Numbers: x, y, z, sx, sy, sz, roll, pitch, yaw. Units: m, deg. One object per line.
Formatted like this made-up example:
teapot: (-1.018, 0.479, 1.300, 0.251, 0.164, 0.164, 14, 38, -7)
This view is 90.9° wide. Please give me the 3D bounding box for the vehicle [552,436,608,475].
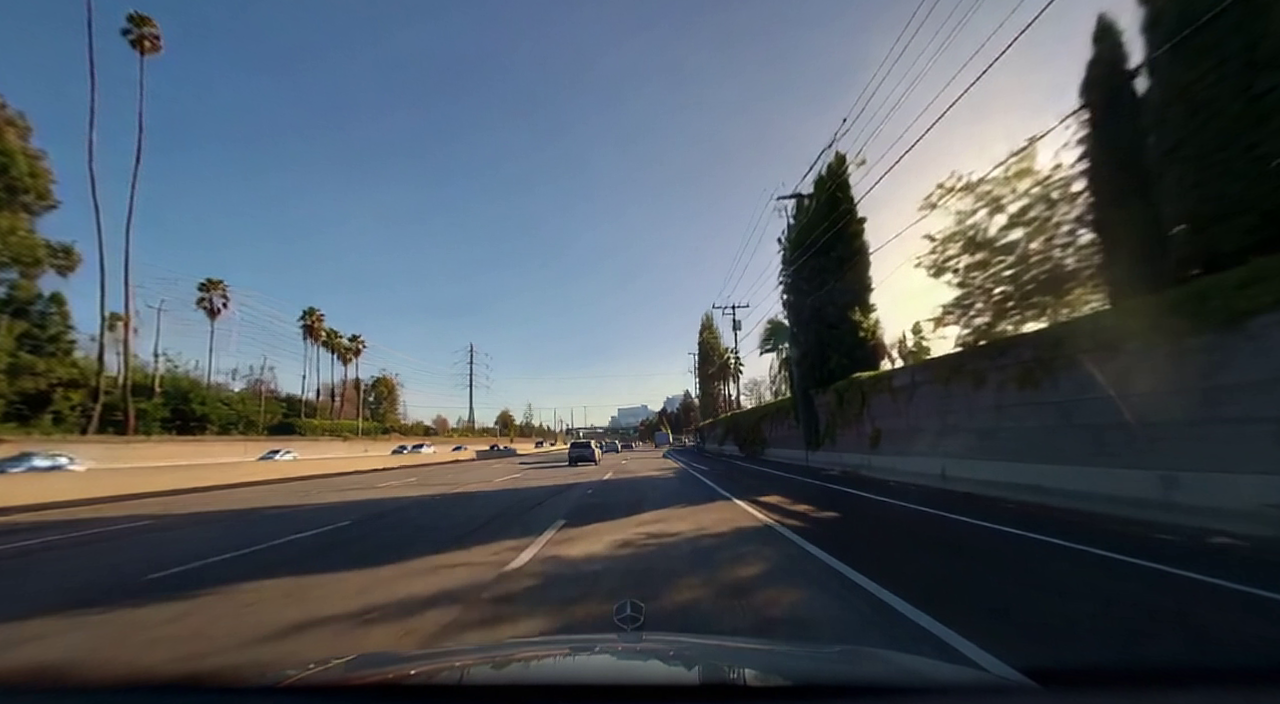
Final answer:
vehicle: (-2.656, 4.676, 28.716, 2.029, 1.609, 3.935, 0, -8, 2)
